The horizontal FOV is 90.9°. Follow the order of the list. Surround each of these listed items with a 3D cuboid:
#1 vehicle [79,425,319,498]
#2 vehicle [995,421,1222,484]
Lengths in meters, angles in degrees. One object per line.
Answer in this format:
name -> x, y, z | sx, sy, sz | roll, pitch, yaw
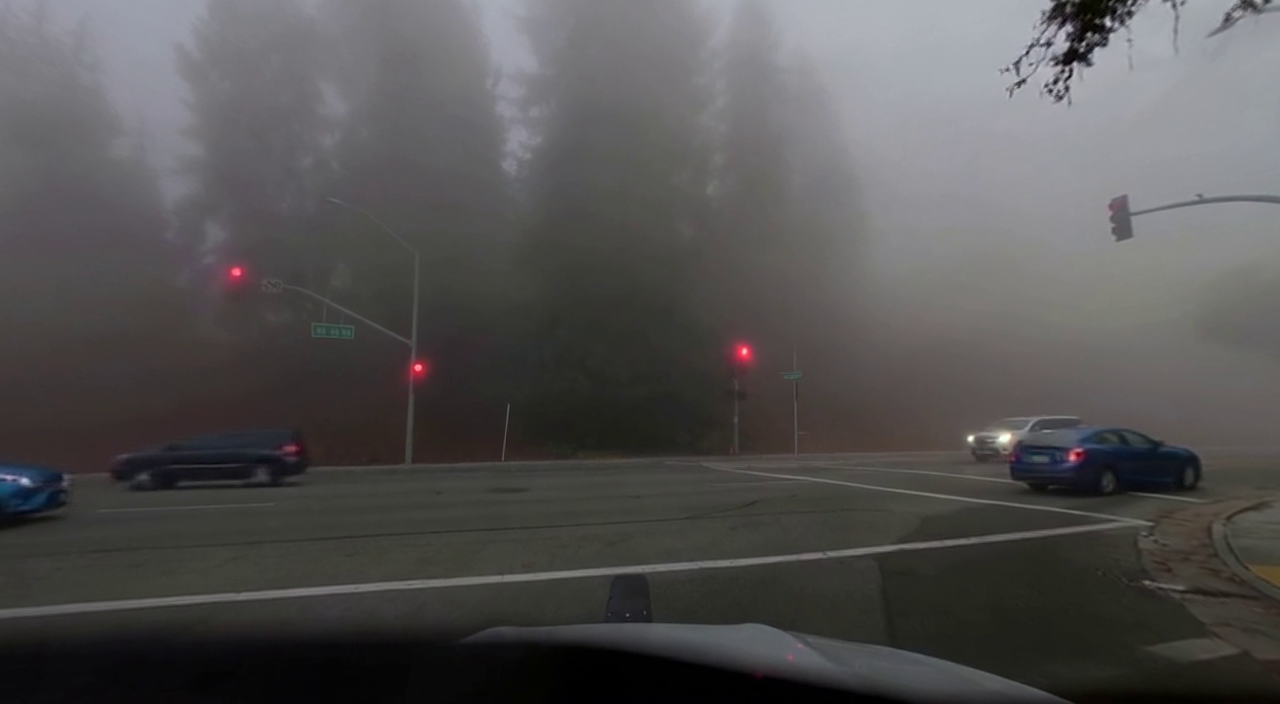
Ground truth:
vehicle -> -11.960, 2.995, 17.567 | 4.966, 1.806, 2.007 | 2, -9, -16
vehicle -> 11.747, 2.505, 15.899 | 4.757, 1.442, 1.858 | 2, -9, -14
